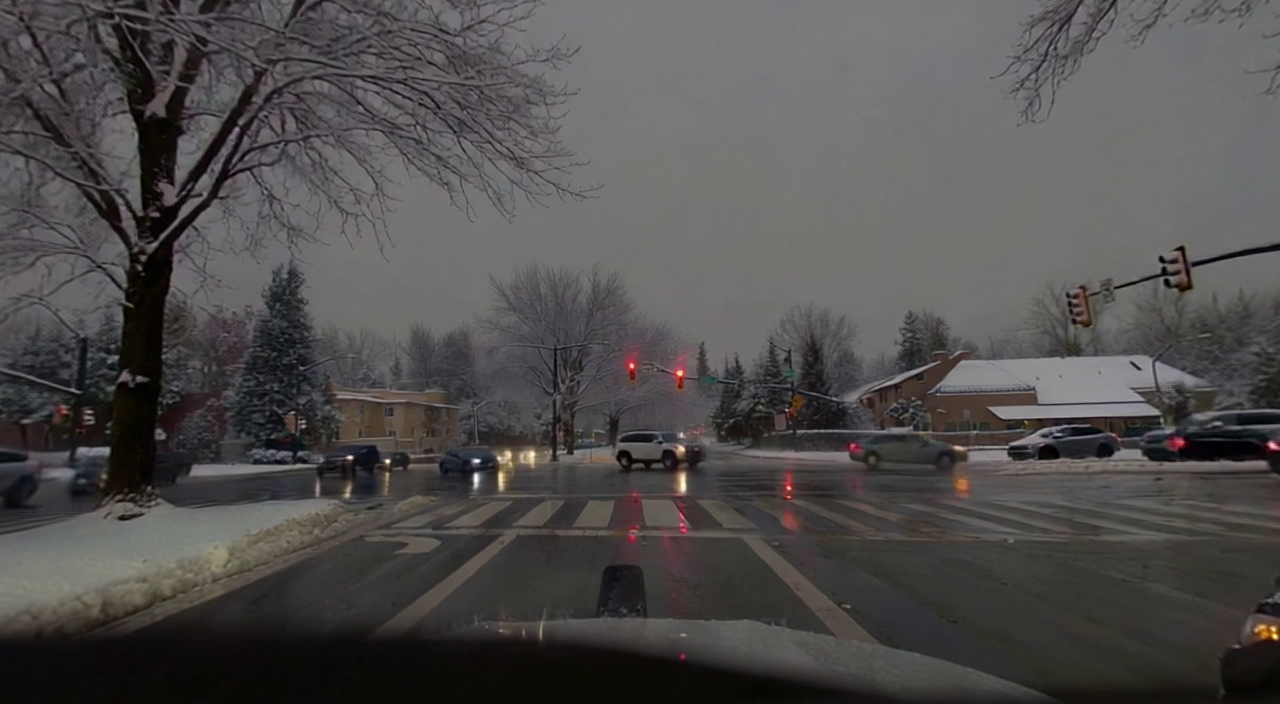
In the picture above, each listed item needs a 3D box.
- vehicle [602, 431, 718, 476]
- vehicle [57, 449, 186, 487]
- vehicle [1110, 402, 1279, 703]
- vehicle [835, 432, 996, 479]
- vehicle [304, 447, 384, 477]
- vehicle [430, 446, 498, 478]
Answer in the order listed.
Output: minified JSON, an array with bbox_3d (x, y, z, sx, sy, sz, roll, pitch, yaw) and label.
[{"bbox_3d":[0.803,4.535,28.230,4.958,1.842,2.276,-8,-12,44],"label":"vehicle"},{"bbox_3d":[-22.428,5.002,27.413,1.863,1.462,4.418,0,-8,0],"label":"vehicle"},{"bbox_3d":[3.085,0.668,0.492,1.990,1.454,4.490,0,-8,1],"label":"vehicle"},{"bbox_3d":[9.824,3.682,22.491,5.017,1.515,2.006,-5,-10,29],"label":"vehicle"},{"bbox_3d":[-15.584,5.780,33.312,1.981,1.438,4.607,0,-8,0],"label":"vehicle"},{"bbox_3d":[-7.976,4.898,28.235,1.921,1.304,4.050,5,-10,-30],"label":"vehicle"}]
